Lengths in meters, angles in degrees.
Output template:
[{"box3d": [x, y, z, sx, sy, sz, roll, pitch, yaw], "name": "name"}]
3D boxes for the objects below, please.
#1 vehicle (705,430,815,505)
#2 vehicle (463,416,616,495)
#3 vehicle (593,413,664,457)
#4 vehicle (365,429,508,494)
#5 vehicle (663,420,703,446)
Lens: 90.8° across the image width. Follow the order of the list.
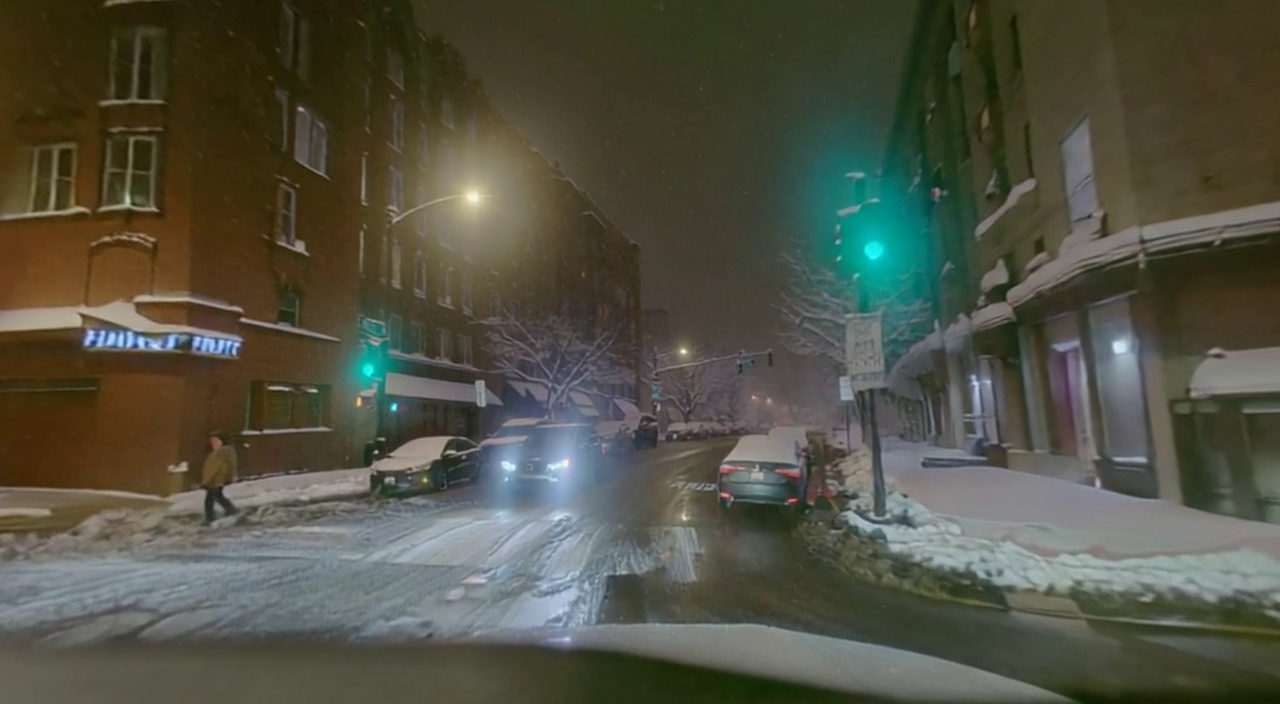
[{"box3d": [2.980, 2.615, 14.883, 1.892, 1.481, 4.365, -3, -8, 19], "name": "vehicle"}, {"box3d": [-2.384, 2.639, 16.529, 2.181, 1.723, 4.692, -2, -8, 15], "name": "vehicle"}, {"box3d": [-0.540, 4.651, 36.087, 2.260, 2.136, 5.669, -6, -6, 16], "name": "vehicle"}, {"box3d": [-6.057, 3.272, 19.376, 1.933, 1.461, 4.393, -7, -6, 17], "name": "vehicle"}, {"box3d": [3.387, 6.218, 48.977, 1.948, 1.693, 4.325, -6, -6, 18], "name": "vehicle"}]
